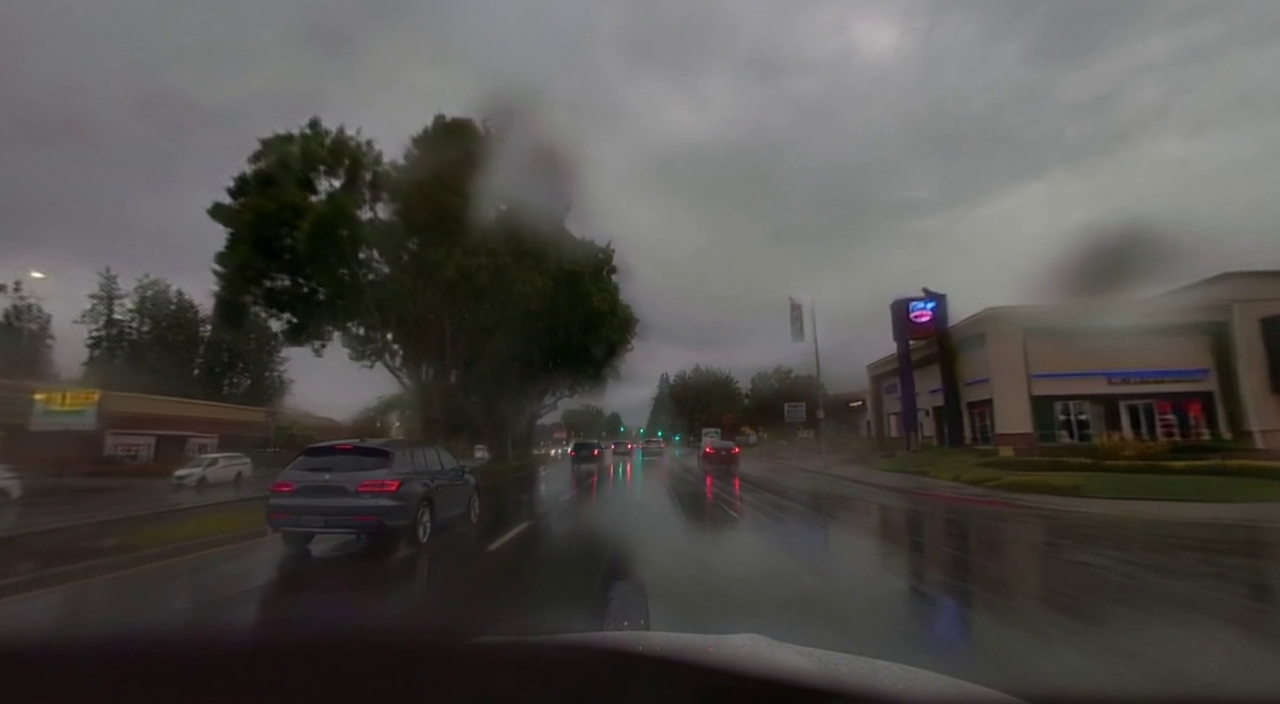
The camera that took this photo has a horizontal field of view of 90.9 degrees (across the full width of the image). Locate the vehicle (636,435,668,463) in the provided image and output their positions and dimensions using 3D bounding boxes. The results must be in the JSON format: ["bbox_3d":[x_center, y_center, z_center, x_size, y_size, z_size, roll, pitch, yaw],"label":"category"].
[{"bbox_3d":[0.865,6.917,45.017,2.193,1.873,4.033,0,-8,1],"label":"vehicle"}]

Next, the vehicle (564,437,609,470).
[{"bbox_3d":[-2.857,5.562,34.738,2.026,1.665,4.193,0,-8,1],"label":"vehicle"}]

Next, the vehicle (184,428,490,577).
[{"bbox_3d":[-3.586,1.836,8.574,1.908,1.481,4.351,0,-8,1],"label":"vehicle"}]

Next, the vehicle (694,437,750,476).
[{"bbox_3d":[3.523,4.564,27.704,1.922,1.579,3.642,0,-8,-1],"label":"vehicle"}]
